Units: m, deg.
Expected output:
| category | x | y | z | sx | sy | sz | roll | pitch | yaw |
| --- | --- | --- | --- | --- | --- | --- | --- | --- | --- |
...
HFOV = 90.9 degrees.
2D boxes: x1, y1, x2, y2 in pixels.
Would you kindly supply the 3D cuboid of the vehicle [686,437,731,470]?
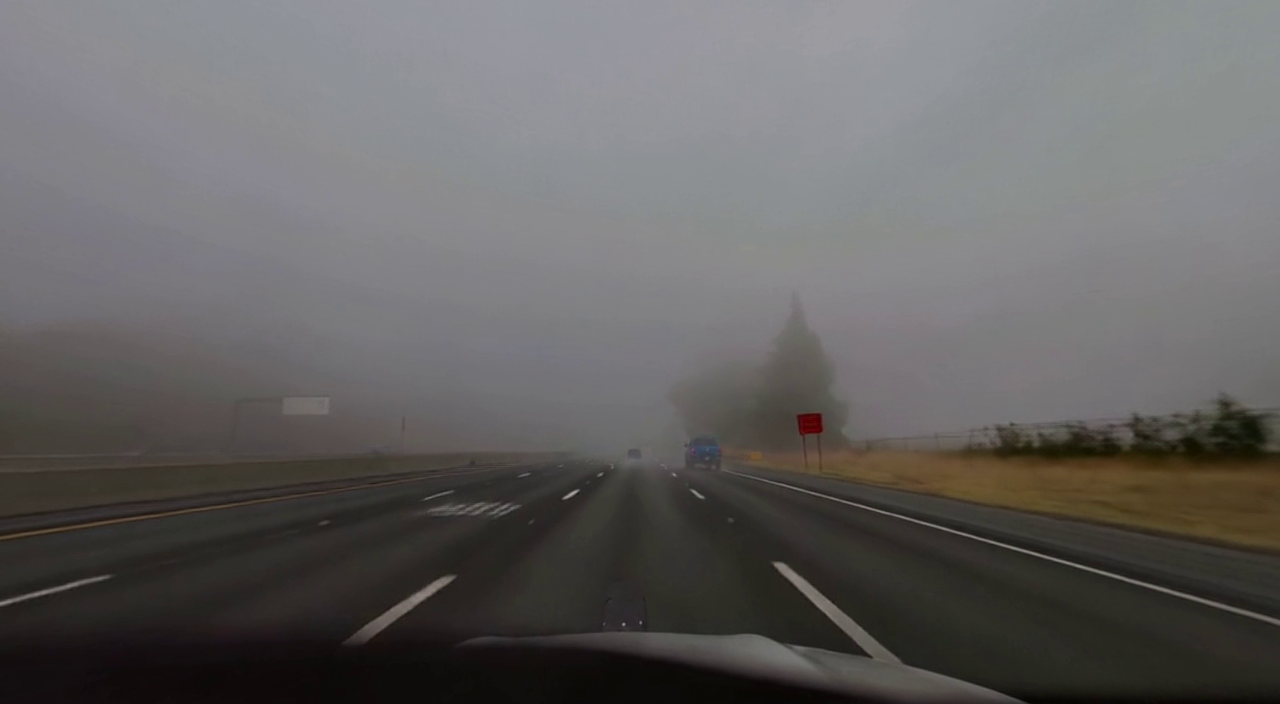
| category | x | y | z | sx | sy | sz | roll | pitch | yaw |
| --- | --- | --- | --- | --- | --- | --- | --- | --- | --- |
| vehicle | 4.185 | 6.284 | 39.244 | 2.172 | 1.930 | 4.879 | 0 | -8 | -1 |
